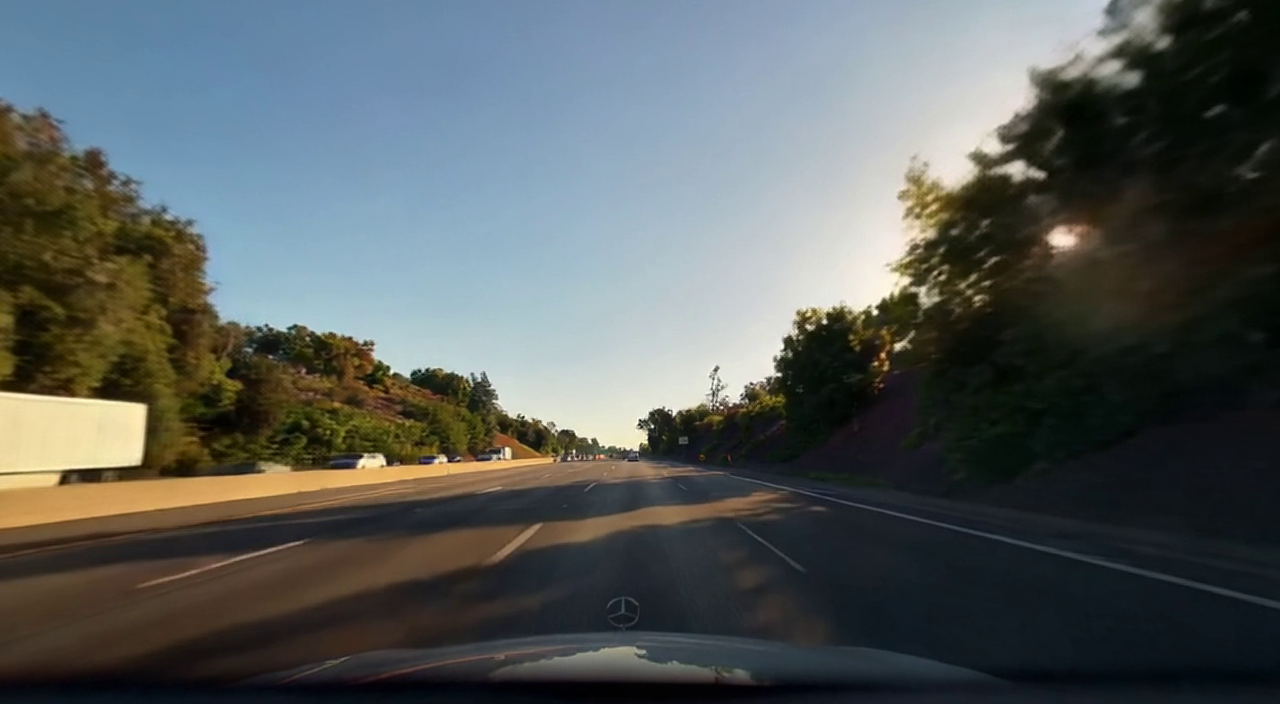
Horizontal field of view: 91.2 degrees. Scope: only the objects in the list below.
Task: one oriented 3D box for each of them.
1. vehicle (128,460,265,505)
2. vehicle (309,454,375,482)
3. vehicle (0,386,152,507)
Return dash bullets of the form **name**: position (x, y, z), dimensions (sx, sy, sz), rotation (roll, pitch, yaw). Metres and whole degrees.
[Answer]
- **vehicle**: position (-16.967, 4.970, 24.324), dimensions (1.890, 1.499, 4.573), rotation (0, -9, 1)
- **vehicle**: position (-18.905, 7.359, 39.968), dimensions (1.926, 1.583, 4.652), rotation (0, -9, 0)
- **vehicle**: position (-22.786, 3.037, 20.155), dimensions (2.894, 4.016, 14.067), rotation (0, -9, 0)
